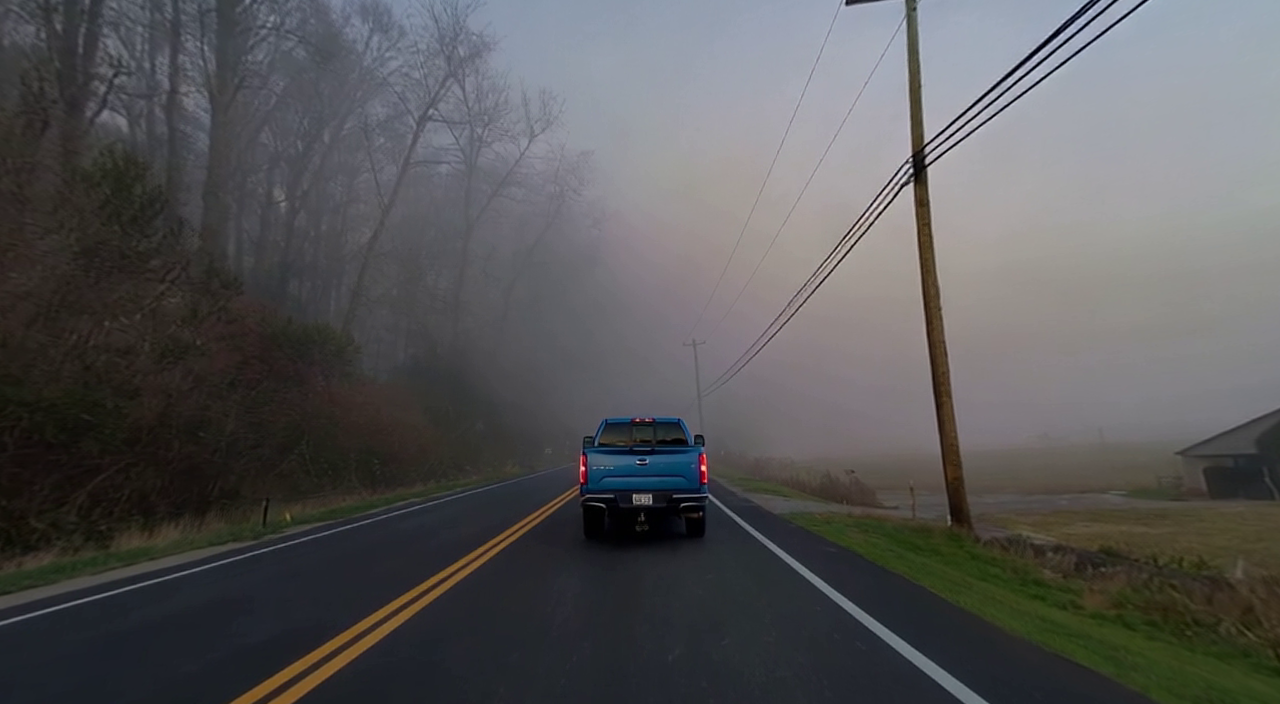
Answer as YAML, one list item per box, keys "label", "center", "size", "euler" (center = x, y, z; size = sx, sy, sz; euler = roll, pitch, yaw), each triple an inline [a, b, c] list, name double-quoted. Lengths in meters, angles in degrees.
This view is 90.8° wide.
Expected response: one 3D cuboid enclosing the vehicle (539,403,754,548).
- label: "vehicle"
  center: [0.052, 2.039, 11.212]
  size: [2.774, 1.861, 5.885]
  euler: [0, -8, -1]
